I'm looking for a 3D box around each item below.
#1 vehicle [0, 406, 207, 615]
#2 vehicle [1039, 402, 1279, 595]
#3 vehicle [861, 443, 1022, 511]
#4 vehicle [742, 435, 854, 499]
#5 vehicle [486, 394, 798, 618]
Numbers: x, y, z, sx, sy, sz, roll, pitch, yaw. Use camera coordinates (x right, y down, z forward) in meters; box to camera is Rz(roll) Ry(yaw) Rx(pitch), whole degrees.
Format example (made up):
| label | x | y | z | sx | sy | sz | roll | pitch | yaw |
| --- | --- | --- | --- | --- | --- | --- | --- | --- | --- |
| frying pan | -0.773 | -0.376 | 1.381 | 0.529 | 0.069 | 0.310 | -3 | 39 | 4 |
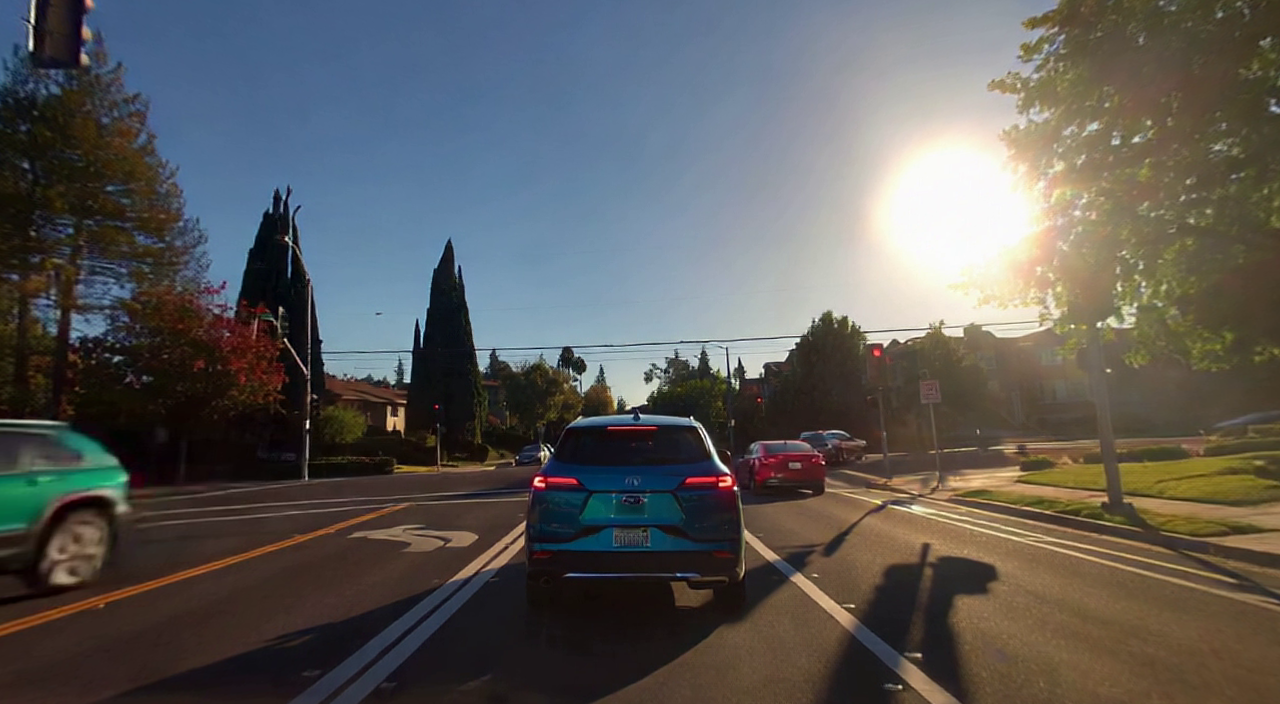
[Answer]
| label | x | y | z | sx | sy | sz | roll | pitch | yaw |
| --- | --- | --- | --- | --- | --- | --- | --- | --- | --- |
| vehicle | -6.635 | 1.369 | 5.382 | 2.059 | 1.797 | 4.824 | -1 | -8 | 6 |
| vehicle | 7.016 | 1.537 | 7.045 | 1.989 | 1.791 | 4.735 | 0 | -8 | 0 |
| vehicle | 7.275 | 3.014 | 15.821 | 1.860 | 1.436 | 4.479 | 0 | -8 | 0 |
| vehicle | 4.220 | 3.145 | 17.729 | 2.077 | 1.527 | 4.755 | 0 | -8 | 2 |
| vehicle | 0.044 | 1.477 | 6.979 | 2.322 | 1.667 | 4.367 | 0 | -8 | 1 |
